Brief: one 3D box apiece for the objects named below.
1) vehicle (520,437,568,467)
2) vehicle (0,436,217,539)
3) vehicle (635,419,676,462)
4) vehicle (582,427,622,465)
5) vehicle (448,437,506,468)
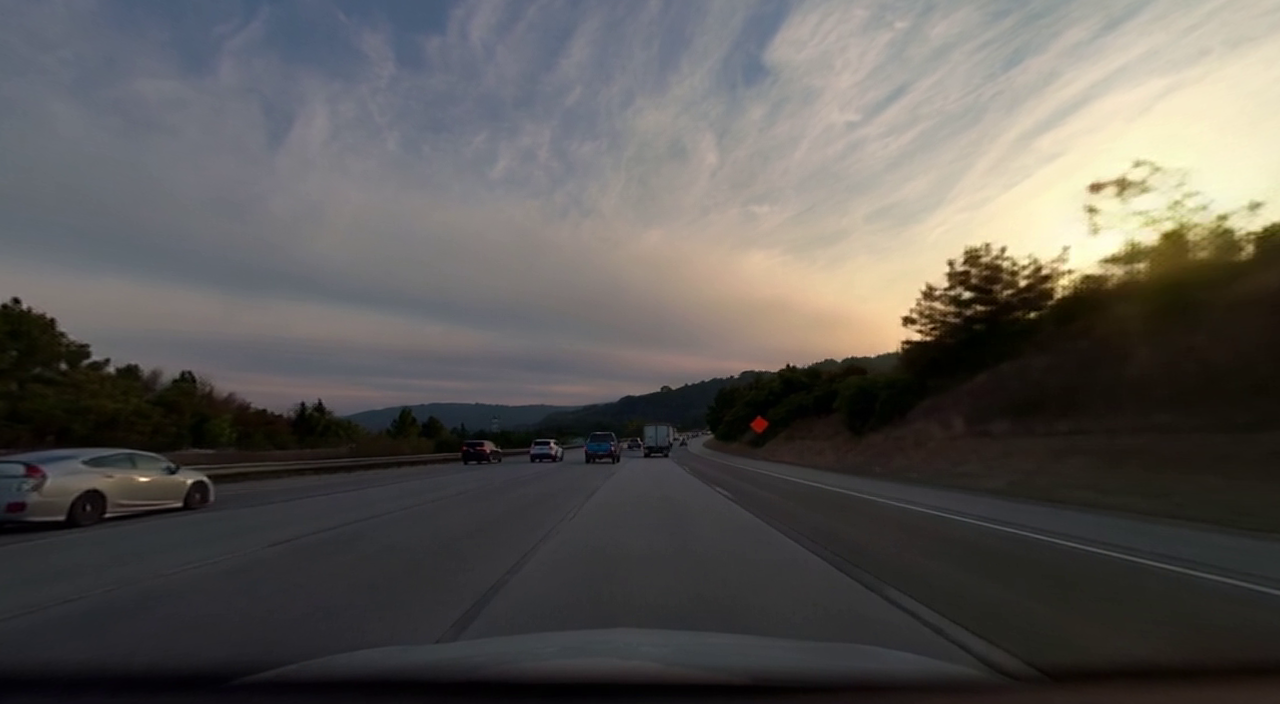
[{"bbox_3d":[-6.245,6.592,41.741,2.206,1.838,4.889,-1,-8,3],"label":"vehicle"},{"bbox_3d":[-10.150,2.274,11.274,1.952,1.457,4.689,0,-8,0],"label":"vehicle"},{"bbox_3d":[1.101,6.440,46.061,2.768,2.854,6.757,0,-8,1],"label":"vehicle"},{"bbox_3d":[-2.685,6.772,45.522,2.328,2.519,5.238,-1,-8,2],"label":"vehicle"},{"bbox_3d":[-10.038,6.257,39.398,2.080,1.777,5.450,0,-8,2],"label":"vehicle"}]
